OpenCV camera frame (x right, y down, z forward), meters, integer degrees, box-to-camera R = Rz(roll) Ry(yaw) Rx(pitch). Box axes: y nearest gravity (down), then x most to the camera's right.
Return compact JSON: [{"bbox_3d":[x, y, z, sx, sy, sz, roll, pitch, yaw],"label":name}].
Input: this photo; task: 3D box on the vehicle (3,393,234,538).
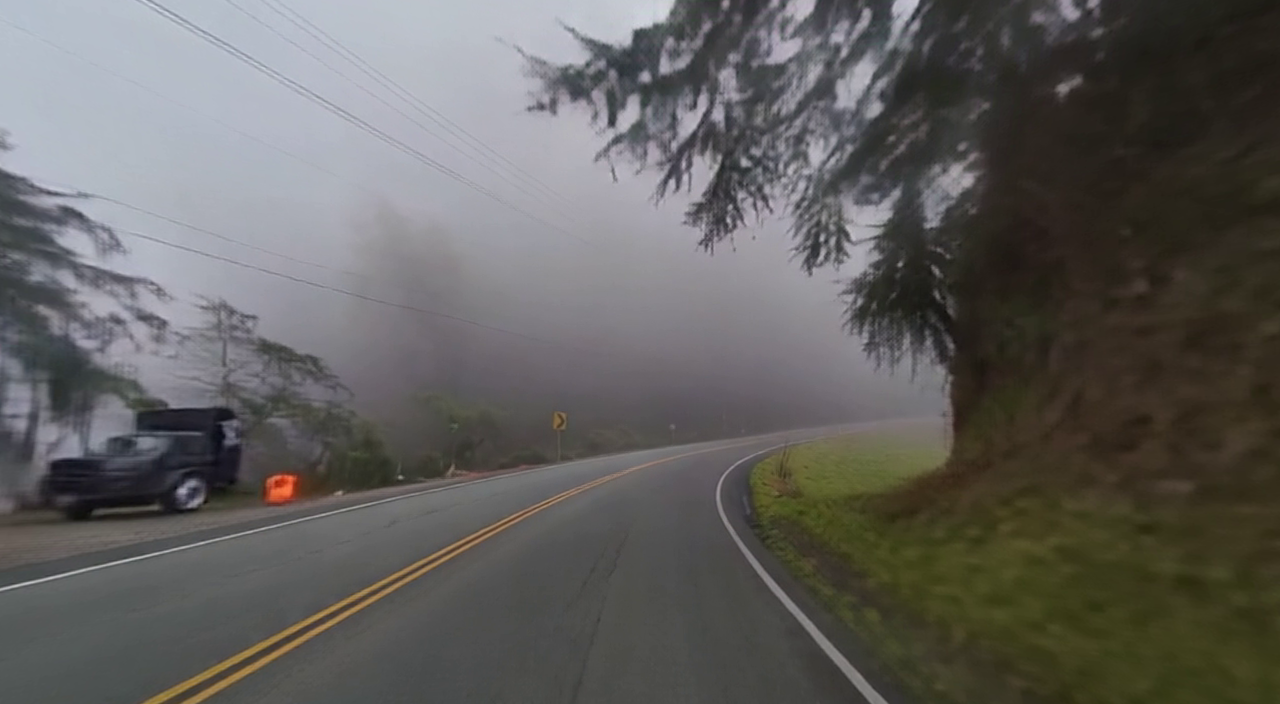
[{"bbox_3d":[-12.518,2.736,15.465,3.012,2.802,3.057,-9,-10,7],"label":"vehicle"}]
